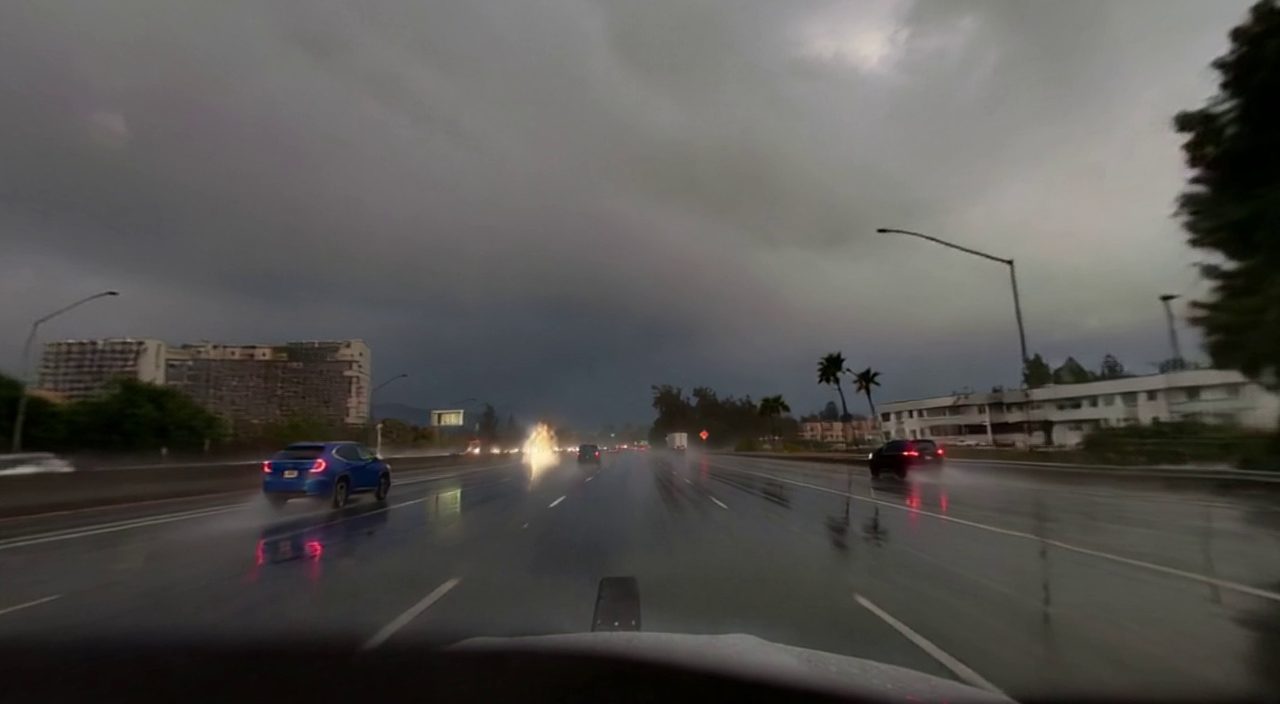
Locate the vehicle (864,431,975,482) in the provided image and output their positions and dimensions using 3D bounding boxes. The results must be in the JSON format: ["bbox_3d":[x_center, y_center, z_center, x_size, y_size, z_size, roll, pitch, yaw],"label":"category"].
[{"bbox_3d":[10.783,4.093,24.845,2.168,1.792,4.457,0,-9,-2],"label":"vehicle"}]

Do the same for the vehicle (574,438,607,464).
[{"bbox_3d":[-3.797,7.752,49.465,2.225,1.967,4.673,0,-9,-1],"label":"vehicle"}]

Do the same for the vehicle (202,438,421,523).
[{"bbox_3d":[-6.650,2.651,13.647,2.018,1.480,4.999,0,-9,0],"label":"vehicle"}]
